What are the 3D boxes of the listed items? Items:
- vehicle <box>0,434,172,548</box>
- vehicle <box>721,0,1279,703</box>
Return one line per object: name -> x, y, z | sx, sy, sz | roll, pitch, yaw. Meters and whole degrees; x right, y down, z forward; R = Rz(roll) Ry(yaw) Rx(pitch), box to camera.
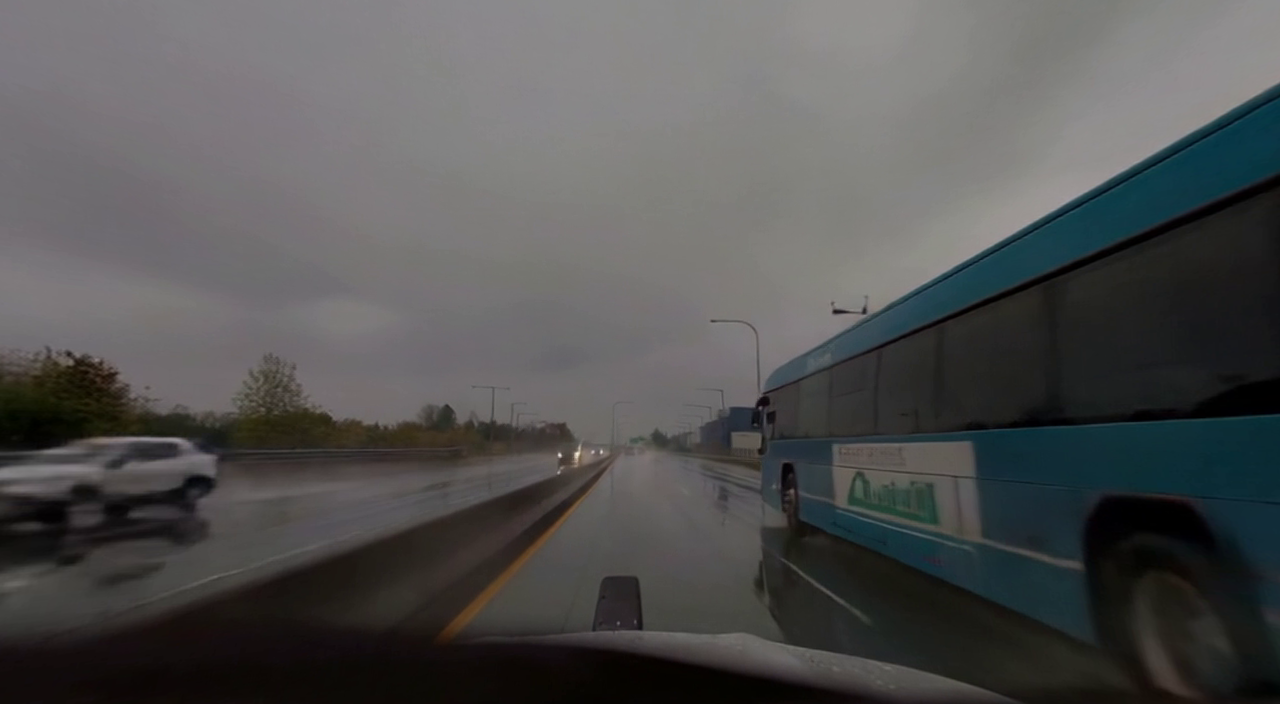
vehicle -> -9.197, 1.917, 8.867 | 1.872, 1.461, 4.227 | 0, -9, 0
vehicle -> 3.661, 0.282, 7.407 | 3.277, 4.084, 14.213 | 0, -9, -1
